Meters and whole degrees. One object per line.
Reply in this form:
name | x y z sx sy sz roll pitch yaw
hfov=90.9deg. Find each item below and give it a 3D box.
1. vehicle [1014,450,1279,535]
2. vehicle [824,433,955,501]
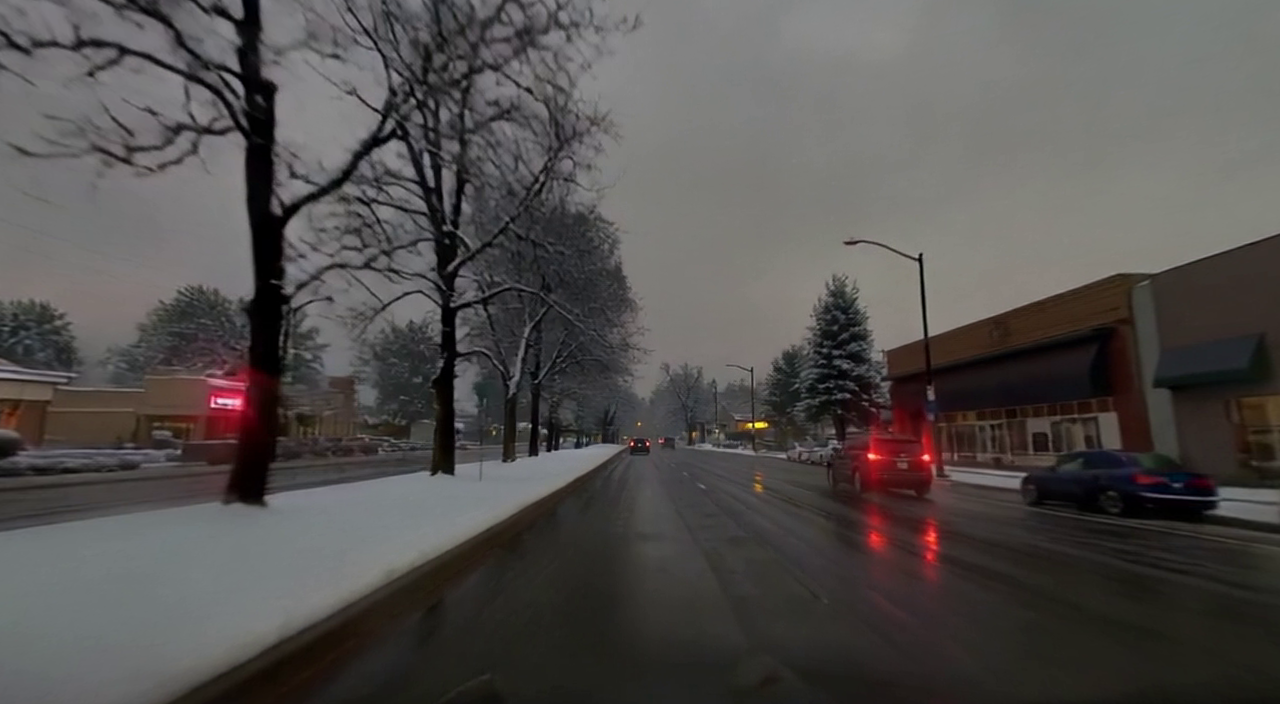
vehicle | 10.388 2.843 13.486 1.793 1.428 4.702 0 -8 -2
vehicle | 6.744 3.121 17.552 2.072 1.669 3.836 0 -8 1
